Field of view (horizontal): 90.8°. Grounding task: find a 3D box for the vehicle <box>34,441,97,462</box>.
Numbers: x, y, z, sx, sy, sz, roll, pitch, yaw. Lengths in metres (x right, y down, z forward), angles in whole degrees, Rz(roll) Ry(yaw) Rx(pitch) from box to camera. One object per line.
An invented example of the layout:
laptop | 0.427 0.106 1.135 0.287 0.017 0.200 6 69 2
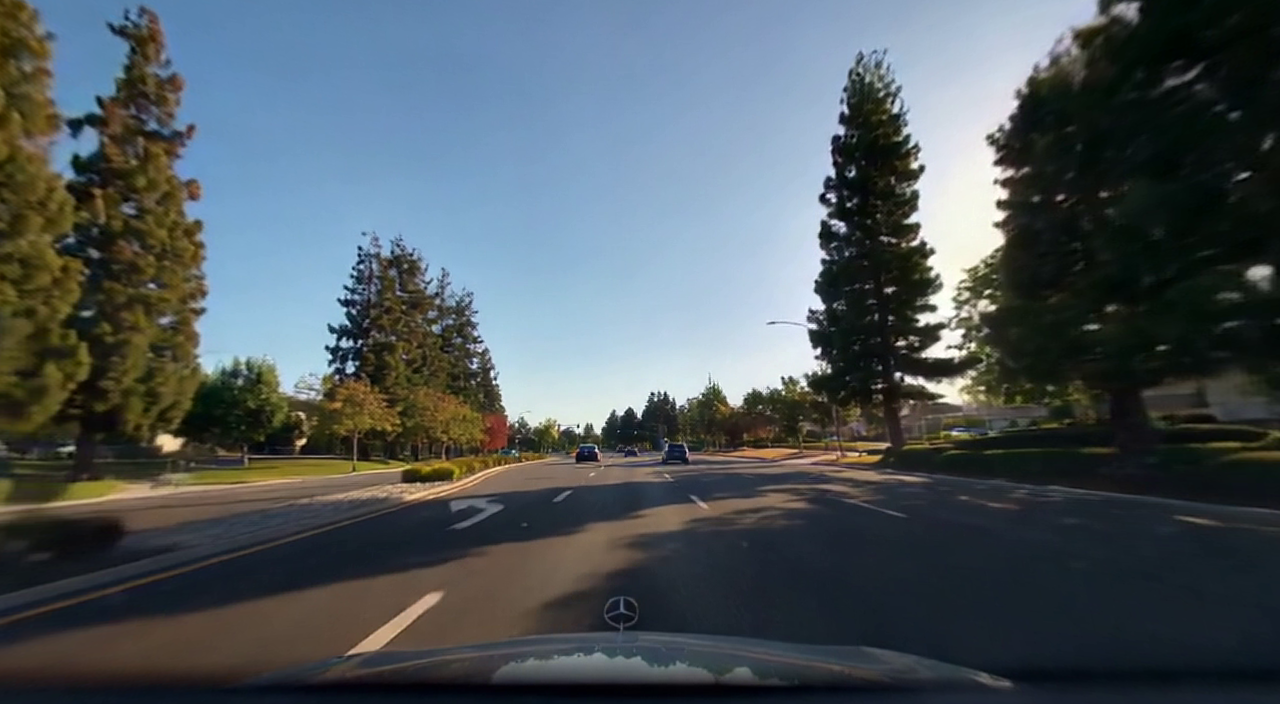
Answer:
vehicle | -45.117 7.833 49.613 3.379 1.375 1.601 -4 -9 -1

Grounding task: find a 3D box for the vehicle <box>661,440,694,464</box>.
vehicle | 2.813 7.553 47.961 2.072 1.696 4.177 0 -8 -2

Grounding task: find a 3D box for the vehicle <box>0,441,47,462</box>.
vehicle | -44.604 6.943 44.128 4.295 1.423 1.971 0 -8 1
